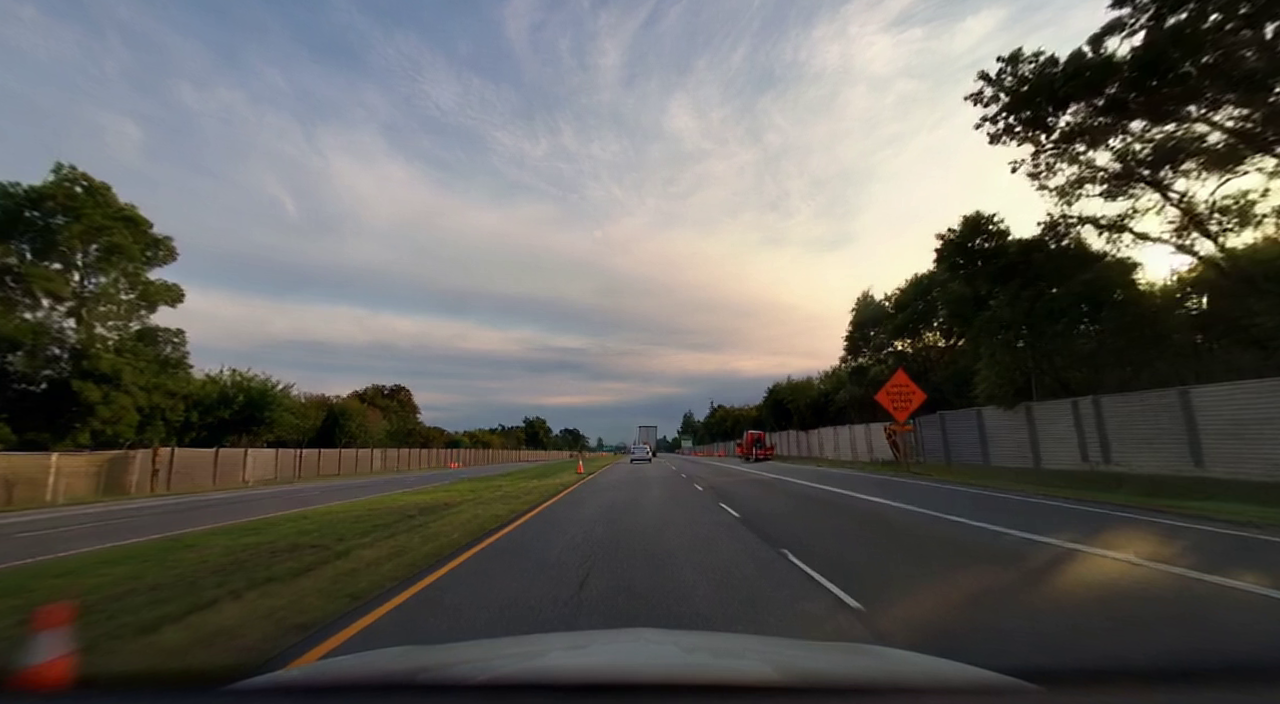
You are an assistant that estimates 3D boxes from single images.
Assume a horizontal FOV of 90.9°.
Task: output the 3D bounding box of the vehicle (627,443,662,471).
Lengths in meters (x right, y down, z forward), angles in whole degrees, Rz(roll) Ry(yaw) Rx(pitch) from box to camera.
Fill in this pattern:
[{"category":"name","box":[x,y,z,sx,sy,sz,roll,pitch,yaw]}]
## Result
[{"category":"vehicle","box":[0.256,6.432,38.818,2.065,1.573,3.734,0,-9,-1]}]
